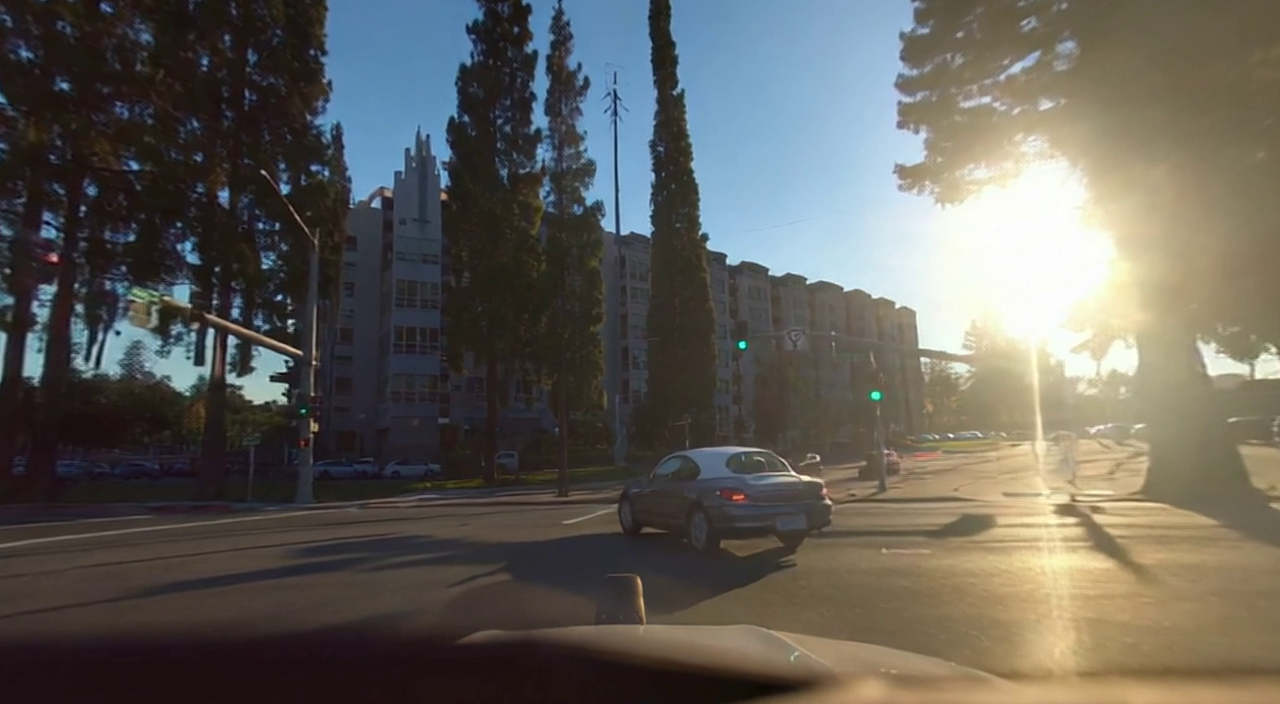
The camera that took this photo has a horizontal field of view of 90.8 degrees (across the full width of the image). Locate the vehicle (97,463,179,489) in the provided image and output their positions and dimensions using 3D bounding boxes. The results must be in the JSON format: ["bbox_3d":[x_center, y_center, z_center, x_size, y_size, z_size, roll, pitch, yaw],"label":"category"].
[{"bbox_3d":[-31.575,7.799,39.872,1.709,1.410,3.945,-1,-9,4],"label":"vehicle"}]

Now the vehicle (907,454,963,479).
[{"bbox_3d":[17.419,6.739,37.424,2.006,1.371,3.426,-1,-9,7],"label":"vehicle"}]

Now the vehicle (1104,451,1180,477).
[{"bbox_3d":[28.377,6.309,35.850,1.817,1.361,3.253,-1,-9,7],"label":"vehicle"}]

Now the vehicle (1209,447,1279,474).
[{"bbox_3d":[33.702,5.976,34.854,1.746,1.391,3.360,-1,-9,9],"label":"vehicle"}]

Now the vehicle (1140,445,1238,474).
[{"bbox_3d":[30.721,6.009,35.543,2.039,1.501,4.231,-1,-9,8],"label":"vehicle"}]

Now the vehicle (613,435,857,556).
[{"bbox_3d":[1.266,2.194,10.458,1.903,1.529,4.254,4,-10,-25],"label":"vehicle"}]

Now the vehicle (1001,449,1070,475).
[{"bbox_3d":[22.827,6.338,36.639,1.970,1.449,3.604,-1,-9,7],"label":"vehicle"}]

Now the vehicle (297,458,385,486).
[{"bbox_3d":[-17.261,6.932,36.542,4.207,1.508,1.875,-1,-9,8],"label":"vehicle"}]

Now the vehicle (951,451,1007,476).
[{"bbox_3d":[19.952,6.548,37.301,1.704,1.365,3.315,-1,-9,6],"label":"vehicle"}]

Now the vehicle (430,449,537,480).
[{"bbox_3d":[-9.712,7.004,39.449,6.021,1.868,2.172,-1,-9,6],"label":"vehicle"}]

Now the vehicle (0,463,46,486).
[{"bbox_3d":[-41.390,8.020,41.288,1.627,1.392,3.330,-1,-9,5],"label":"vehicle"}]

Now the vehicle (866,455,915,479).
[{"bbox_3d":[14.782,6.798,37.449,1.692,1.343,3.352,-1,-9,4],"label":"vehicle"}]

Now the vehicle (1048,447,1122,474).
[{"bbox_3d":[25.717,6.270,36.640,1.997,1.495,3.504,-1,-9,7],"label":"vehicle"}]
